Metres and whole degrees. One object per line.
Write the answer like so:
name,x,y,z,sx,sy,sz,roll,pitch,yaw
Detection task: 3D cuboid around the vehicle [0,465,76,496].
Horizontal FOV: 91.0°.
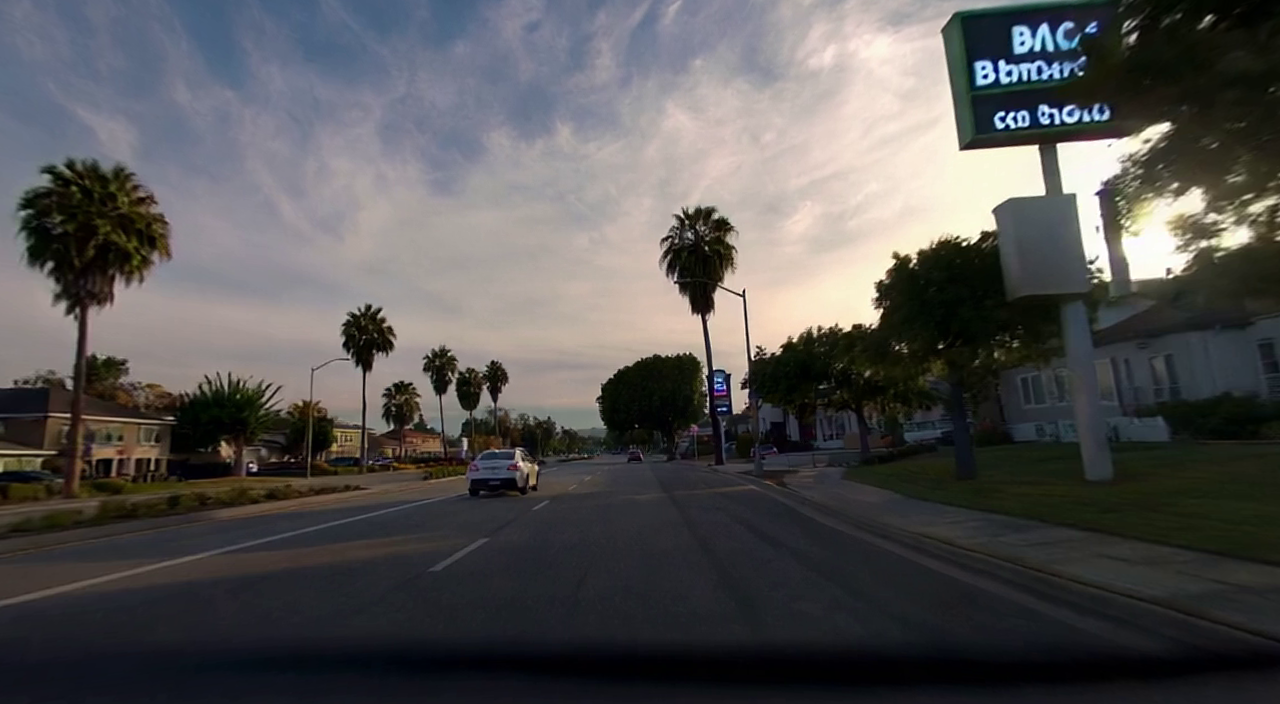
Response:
vehicle,-34.496,7.124,35.134,1.856,1.442,4.494,0,-8,-1

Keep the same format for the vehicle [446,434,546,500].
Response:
vehicle,-4.375,3.570,19.904,2.136,1.844,4.363,0,-9,0
